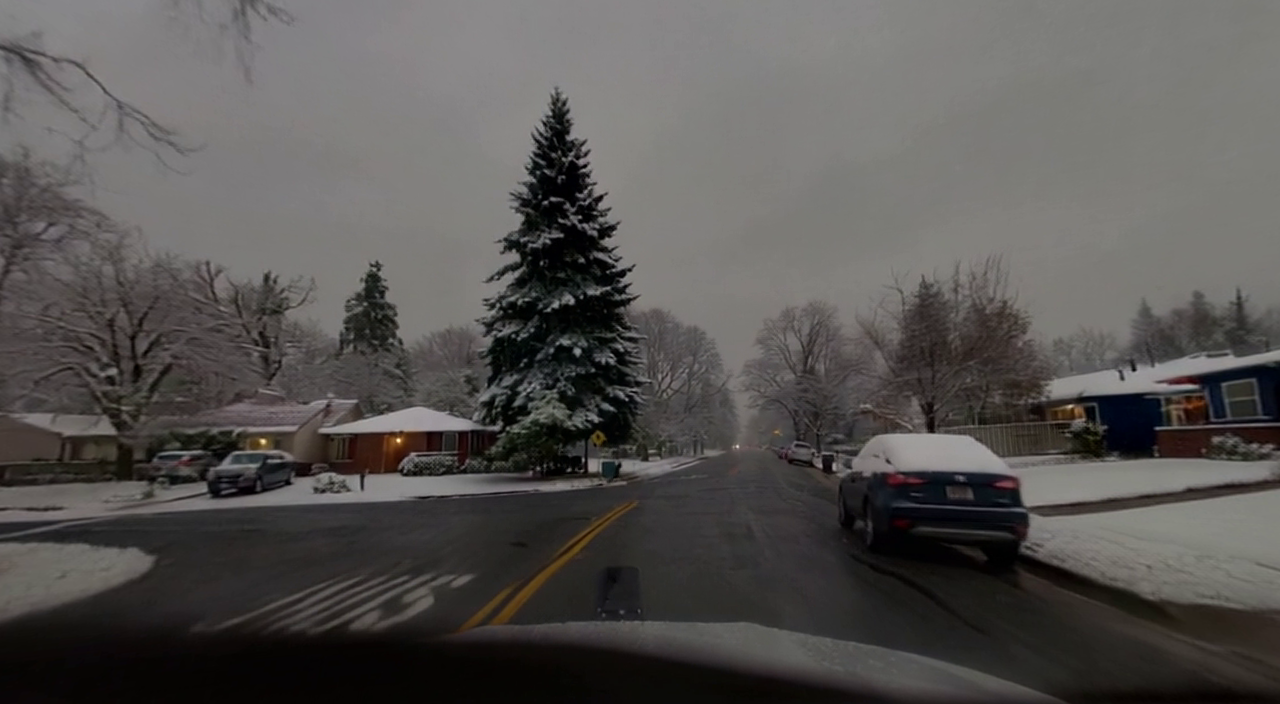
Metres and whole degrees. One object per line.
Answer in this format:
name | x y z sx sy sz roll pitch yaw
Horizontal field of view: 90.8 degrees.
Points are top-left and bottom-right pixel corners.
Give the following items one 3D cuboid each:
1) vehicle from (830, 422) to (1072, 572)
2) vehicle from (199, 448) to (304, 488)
vehicle | 4.336 2.072 9.754 2.053 1.737 4.375 -1 -9 9
vehicle | -18.729 5.592 30.740 2.021 1.798 4.491 -1 -9 3
